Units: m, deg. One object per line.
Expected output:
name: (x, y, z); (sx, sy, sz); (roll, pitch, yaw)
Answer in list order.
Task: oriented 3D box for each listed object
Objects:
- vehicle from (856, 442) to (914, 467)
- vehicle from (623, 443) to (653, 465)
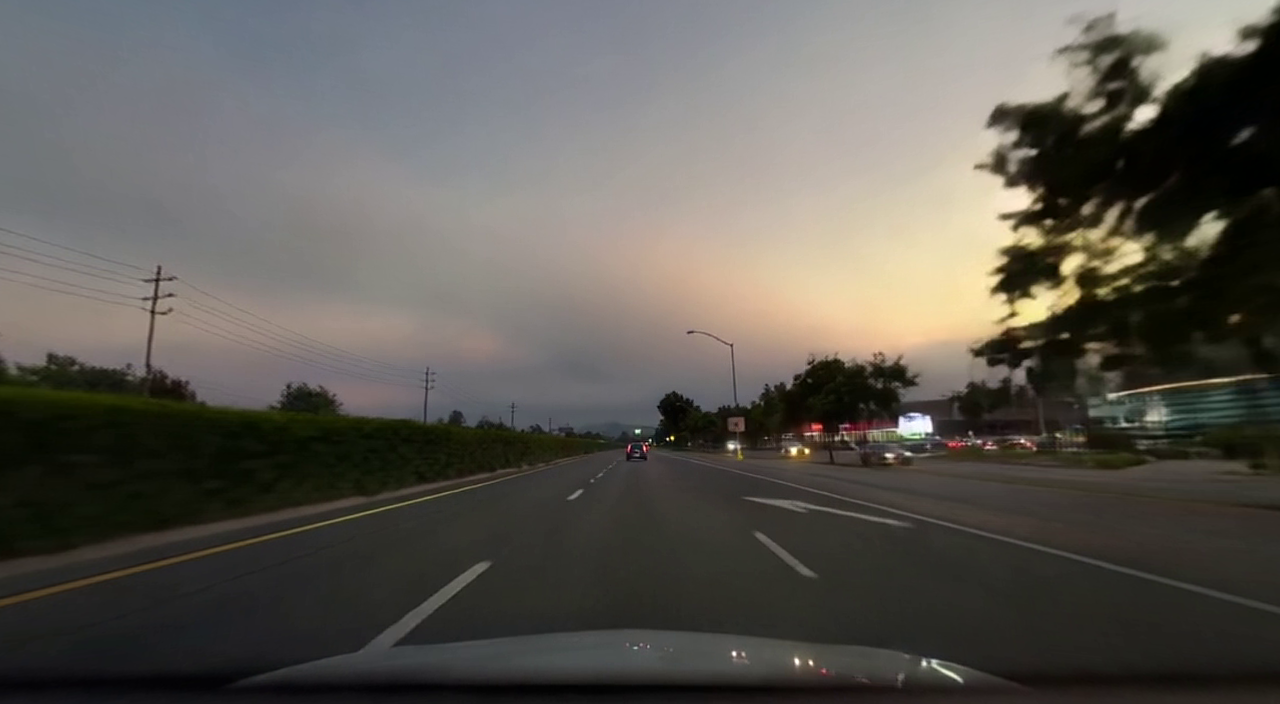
vehicle: (15.969, 6.722, 41.263); (1.987, 1.517, 4.405); (0, -9, 0)
vehicle: (-0.183, 7.637, 47.215); (2.110, 1.555, 4.431); (0, -9, -1)
